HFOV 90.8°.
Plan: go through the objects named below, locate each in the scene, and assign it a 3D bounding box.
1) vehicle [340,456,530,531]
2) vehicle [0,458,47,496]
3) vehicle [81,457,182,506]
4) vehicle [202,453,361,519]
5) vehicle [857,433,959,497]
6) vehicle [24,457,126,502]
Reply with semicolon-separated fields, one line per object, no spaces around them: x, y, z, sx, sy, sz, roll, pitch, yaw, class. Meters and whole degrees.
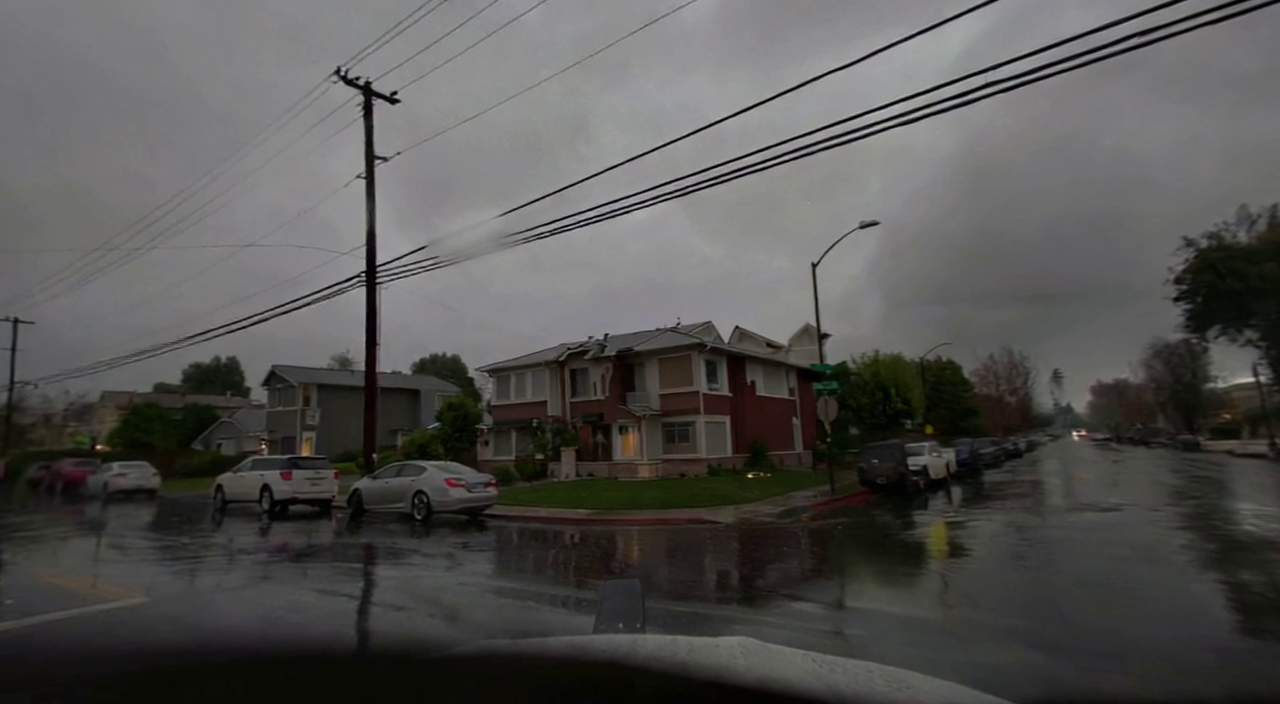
-4.821;3.162;14.681;4.448;1.437;1.786;-6;-10;34;vehicle
-34.689;6.766;34.421;4.871;1.826;2.115;-6;-10;32;vehicle
-20.255;5.071;25.118;4.294;1.675;1.894;-6;-10;35;vehicle
-10.328;3.751;18.153;4.471;1.623;1.943;-5;-10;31;vehicle
8.841;3.602;20.602;2.179;1.791;4.547;-6;-10;33;vehicle
-25.225;5.618;28.196;4.633;1.761;1.922;-5;-10;30;vehicle
